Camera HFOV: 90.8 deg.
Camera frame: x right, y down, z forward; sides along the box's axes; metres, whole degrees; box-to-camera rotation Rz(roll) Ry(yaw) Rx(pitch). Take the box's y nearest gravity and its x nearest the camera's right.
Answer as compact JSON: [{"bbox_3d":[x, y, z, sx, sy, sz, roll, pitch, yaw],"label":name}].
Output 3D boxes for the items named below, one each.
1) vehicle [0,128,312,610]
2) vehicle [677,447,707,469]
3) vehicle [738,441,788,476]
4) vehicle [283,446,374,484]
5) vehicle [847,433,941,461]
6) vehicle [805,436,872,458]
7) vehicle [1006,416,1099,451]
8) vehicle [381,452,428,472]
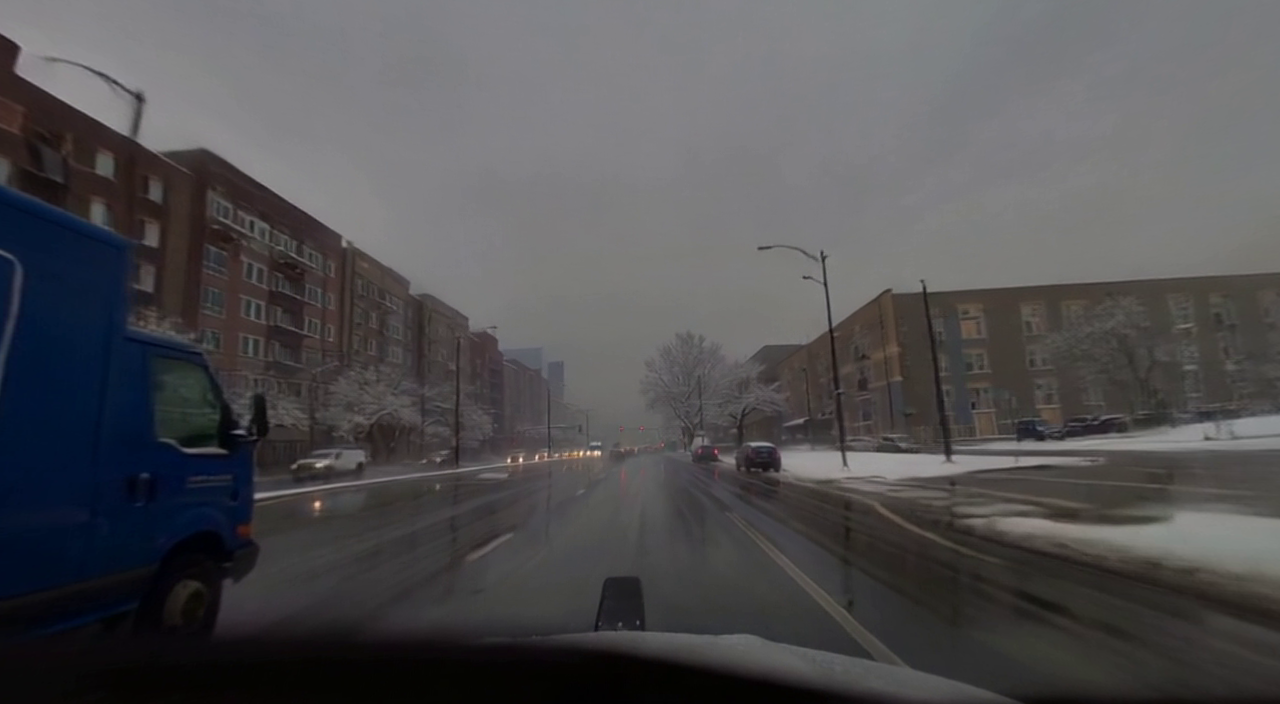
[{"bbox_3d":[-5.373,0.102,3.913,2.763,2.974,7.562,0,-8,-2],"label":"vehicle"},{"bbox_3d":[3.791,7.783,46.649,1.878,1.534,4.120,0,-9,-1],"label":"vehicle"},{"bbox_3d":[6.759,5.896,35.156,2.175,1.770,4.373,-1,-9,4],"label":"vehicle"},{"bbox_3d":[-14.993,5.445,30.754,2.151,1.705,4.537,0,-9,-1],"label":"vehicle"},{"bbox_3d":[15.370,5.801,38.460,4.830,1.605,1.982,-1,-9,4],"label":"vehicle"},{"bbox_3d":[15.235,7.305,48.697,4.527,1.637,1.887,0,-9,0],"label":"vehicle"},{"bbox_3d":[30.895,6.160,47.455,5.204,2.465,2.316,-1,-9,5],"label":"vehicle"},{"bbox_3d":[-18.319,8.571,49.404,1.911,1.476,4.602,0,-9,0],"label":"vehicle"}]
